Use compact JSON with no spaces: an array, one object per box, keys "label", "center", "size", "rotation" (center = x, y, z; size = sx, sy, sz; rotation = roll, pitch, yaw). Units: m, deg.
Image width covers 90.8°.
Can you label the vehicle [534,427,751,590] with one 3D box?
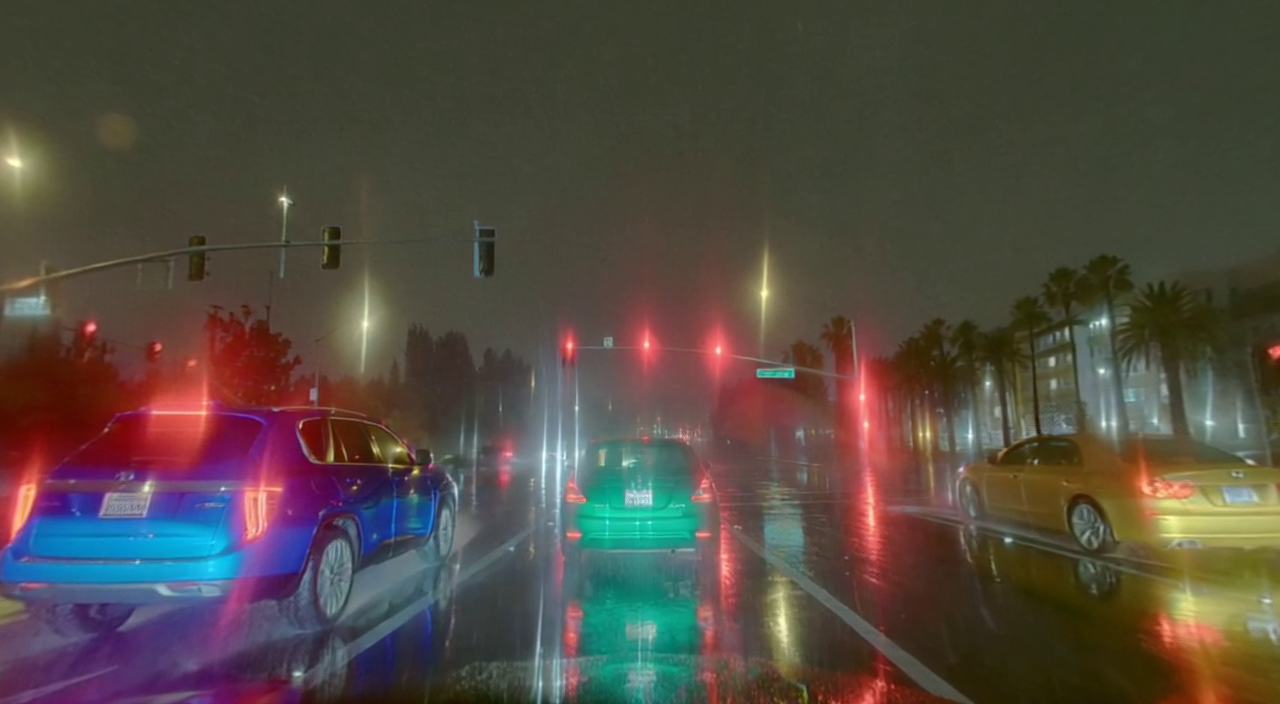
[{"label":"vehicle","center":[-0.007,1.707,7.730],"size":[1.942,1.445,3.973],"rotation":[0,-8,-1]}]

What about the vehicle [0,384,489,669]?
[{"label":"vehicle","center":[-3.102,1.366,6.085],"size":[2.051,1.682,4.467],"rotation":[0,-8,2]}]

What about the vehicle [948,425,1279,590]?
[{"label":"vehicle","center":[6.086,1.759,8.098],"size":[1.970,1.489,4.482],"rotation":[0,-8,-1]}]
